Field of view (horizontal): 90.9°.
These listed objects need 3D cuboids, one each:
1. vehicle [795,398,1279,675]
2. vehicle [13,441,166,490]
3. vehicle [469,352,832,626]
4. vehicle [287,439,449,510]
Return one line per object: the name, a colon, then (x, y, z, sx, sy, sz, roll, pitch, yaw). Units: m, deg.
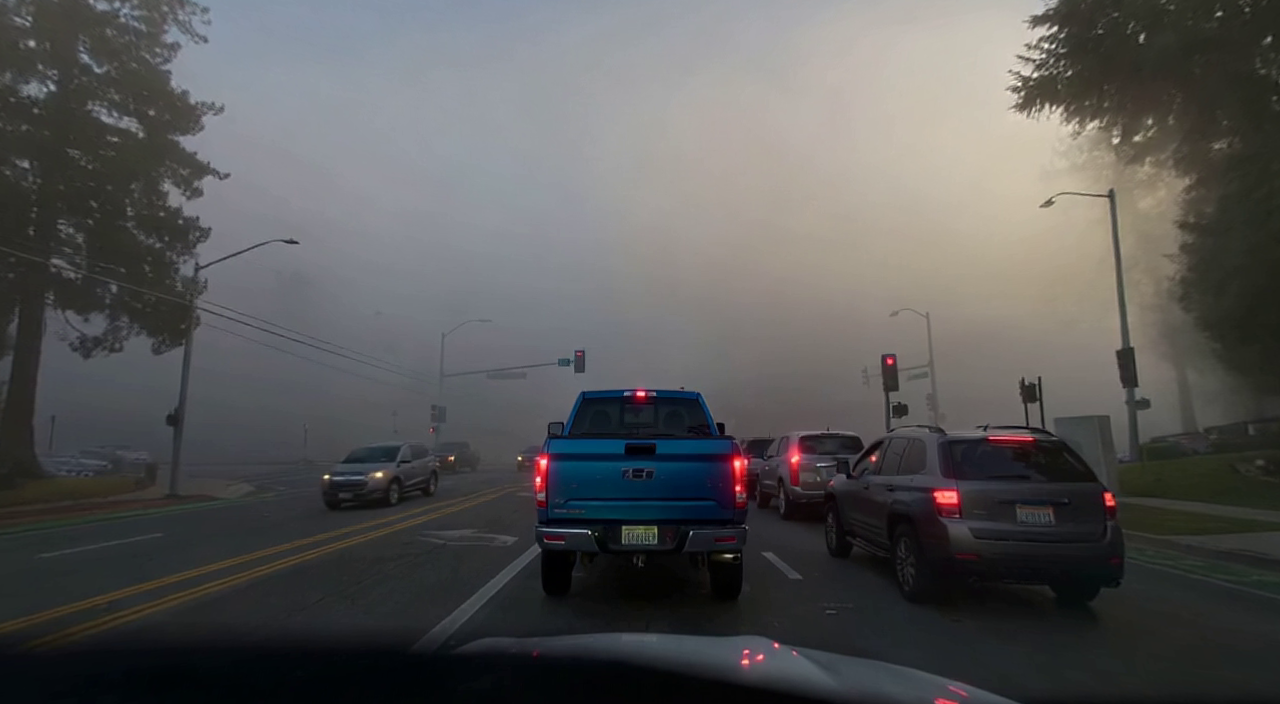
vehicle: (3.335, 1.501, 6.472, 2.155, 1.667, 5.162, 0, -8, 0)
vehicle: (-21.741, 4.471, 25.206, 2.062, 1.764, 4.508, 0, -8, -2)
vehicle: (0.101, 1.394, 7.413, 2.636, 2.011, 5.425, 0, -8, 1)
vehicle: (-6.521, 2.967, 15.837, 1.905, 1.494, 4.666, 0, -8, 1)
